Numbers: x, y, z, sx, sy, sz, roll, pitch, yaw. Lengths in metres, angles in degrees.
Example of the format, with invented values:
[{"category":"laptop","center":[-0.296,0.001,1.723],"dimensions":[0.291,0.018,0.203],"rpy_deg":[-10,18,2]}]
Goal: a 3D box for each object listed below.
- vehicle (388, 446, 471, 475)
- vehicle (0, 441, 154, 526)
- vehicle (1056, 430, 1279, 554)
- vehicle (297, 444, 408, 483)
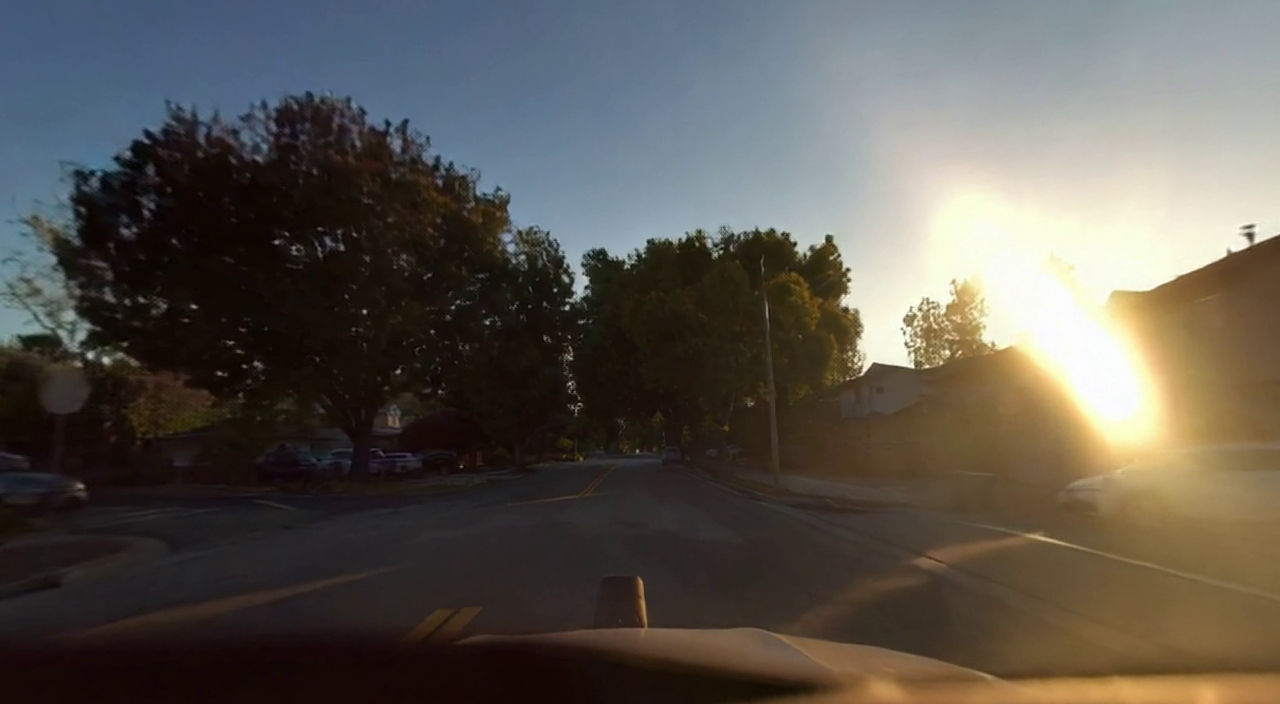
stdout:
[{"category":"vehicle","center":[-14.089,7.209,42.266],"dimensions":[5.275,1.807,2.279],"rpy_deg":[-5,-10,29]},{"category":"vehicle","center":[-15.821,3.361,16.713],"dimensions":[6.072,1.882,2.277],"rpy_deg":[-5,-10,29]},{"category":"vehicle","center":[10.515,2.402,11.195],"dimensions":[4.854,1.771,2.123],"rpy_deg":[-12,-12,27]},{"category":"vehicle","center":[-14.809,5.715,32.795],"dimensions":[2.066,1.852,4.782],"rpy_deg":[-6,-10,34]}]
